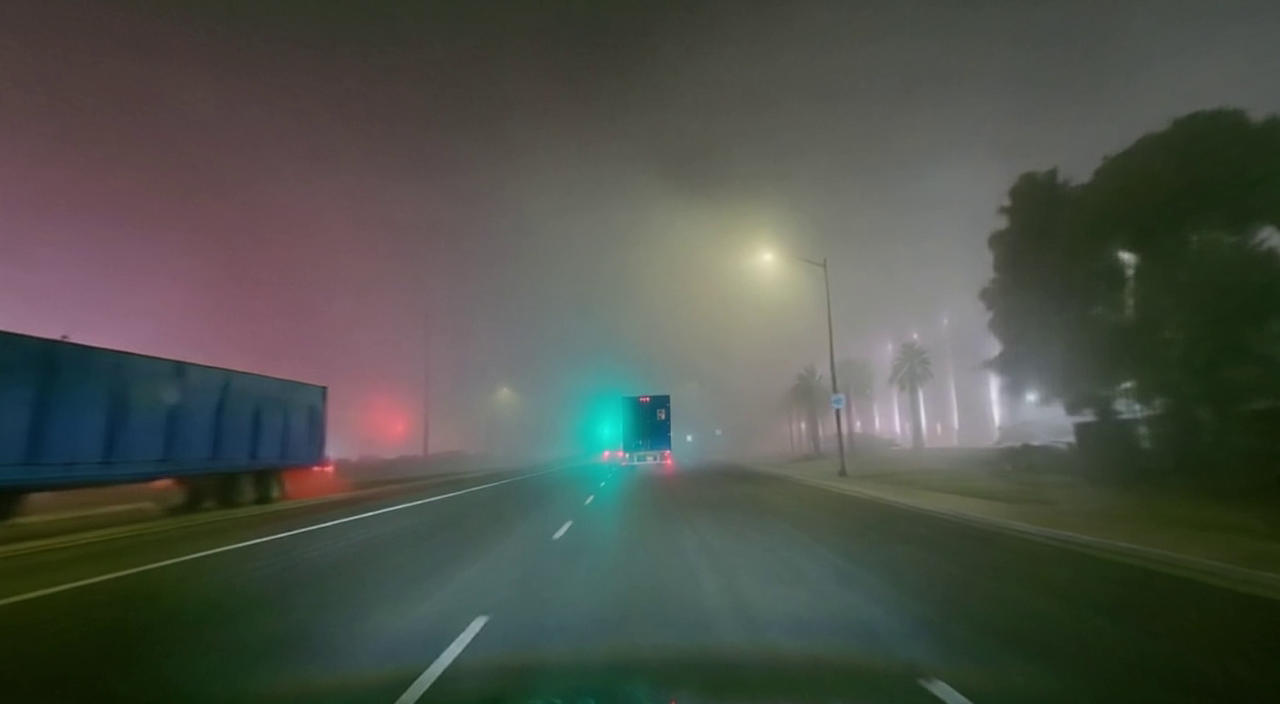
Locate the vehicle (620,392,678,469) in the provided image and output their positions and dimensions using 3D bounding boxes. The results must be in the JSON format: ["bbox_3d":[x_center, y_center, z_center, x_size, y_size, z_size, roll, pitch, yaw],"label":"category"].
[{"bbox_3d":[0.311,4.933,38.220,2.992,3.949,11.815,0,-9,-1],"label":"vehicle"}]

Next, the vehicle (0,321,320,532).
[{"bbox_3d":[-14.360,2.128,16.850,2.957,4.233,15.722,0,-9,1],"label":"vehicle"}]
